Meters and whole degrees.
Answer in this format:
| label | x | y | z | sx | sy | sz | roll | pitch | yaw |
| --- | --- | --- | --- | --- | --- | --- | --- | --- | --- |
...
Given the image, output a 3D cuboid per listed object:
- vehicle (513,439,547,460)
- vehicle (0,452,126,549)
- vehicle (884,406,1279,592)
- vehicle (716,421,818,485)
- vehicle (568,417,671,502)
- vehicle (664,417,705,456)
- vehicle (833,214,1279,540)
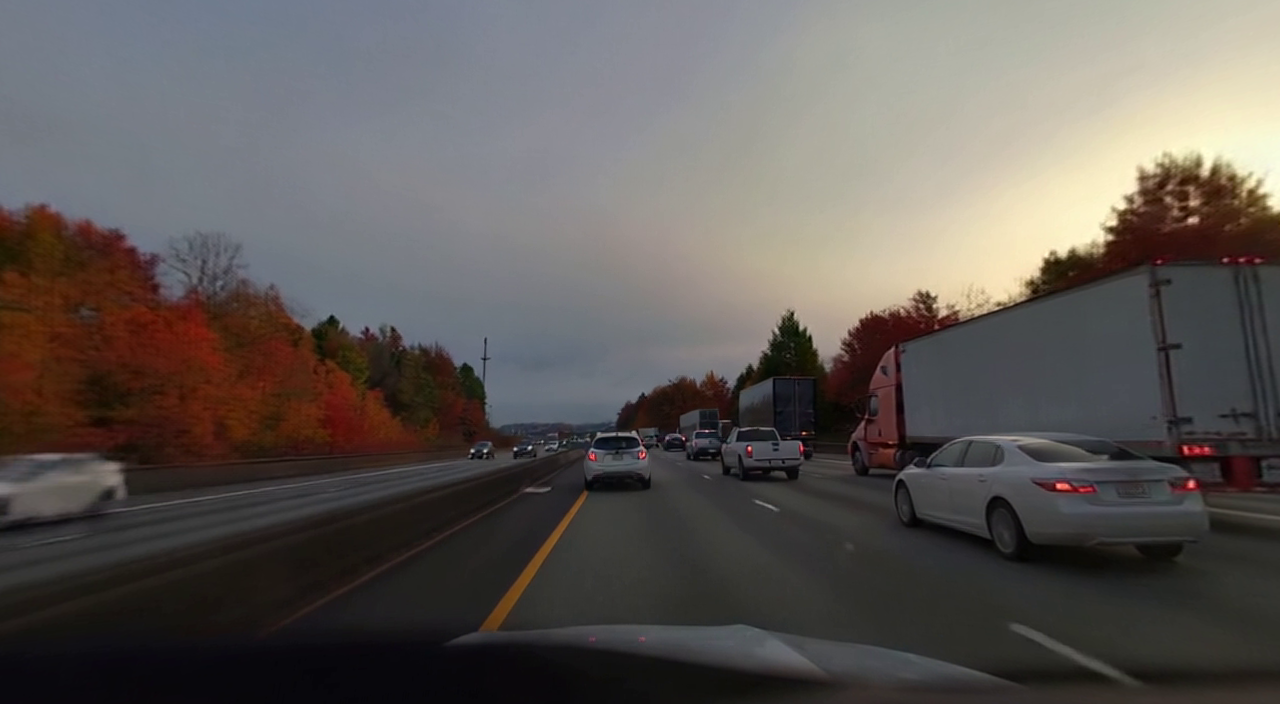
| label | x | y | z | sx | sy | sz | roll | pitch | yaw |
| --- | --- | --- | --- | --- | --- | --- | --- | --- | --- |
| vehicle | -8.629 | 7.651 | 49.509 | 1.921 | 1.533 | 4.091 | 0 | -8 | 0 |
| vehicle | -11.344 | 2.517 | 10.727 | 1.874 | 1.504 | 3.847 | 0 | -8 | 0 |
| vehicle | 4.716 | 1.490 | 7.301 | 2.040 | 1.523 | 4.068 | 0 | -8 | -1 |
| vehicle | 3.680 | 2.994 | 19.015 | 2.147 | 1.707 | 3.963 | 0 | -8 | -2 |
| vehicle | -0.456 | 2.476 | 14.973 | 2.087 | 1.709 | 4.455 | 0 | -8 | -1 |
| vehicle | 3.155 | 6.157 | 45.783 | 2.395 | 2.656 | 6.037 | 0 | -8 | -1 |
| vehicle | 8.402 | 1.194 | 14.881 | 2.908 | 4.099 | 14.103 | 0 | -8 | -1 |
